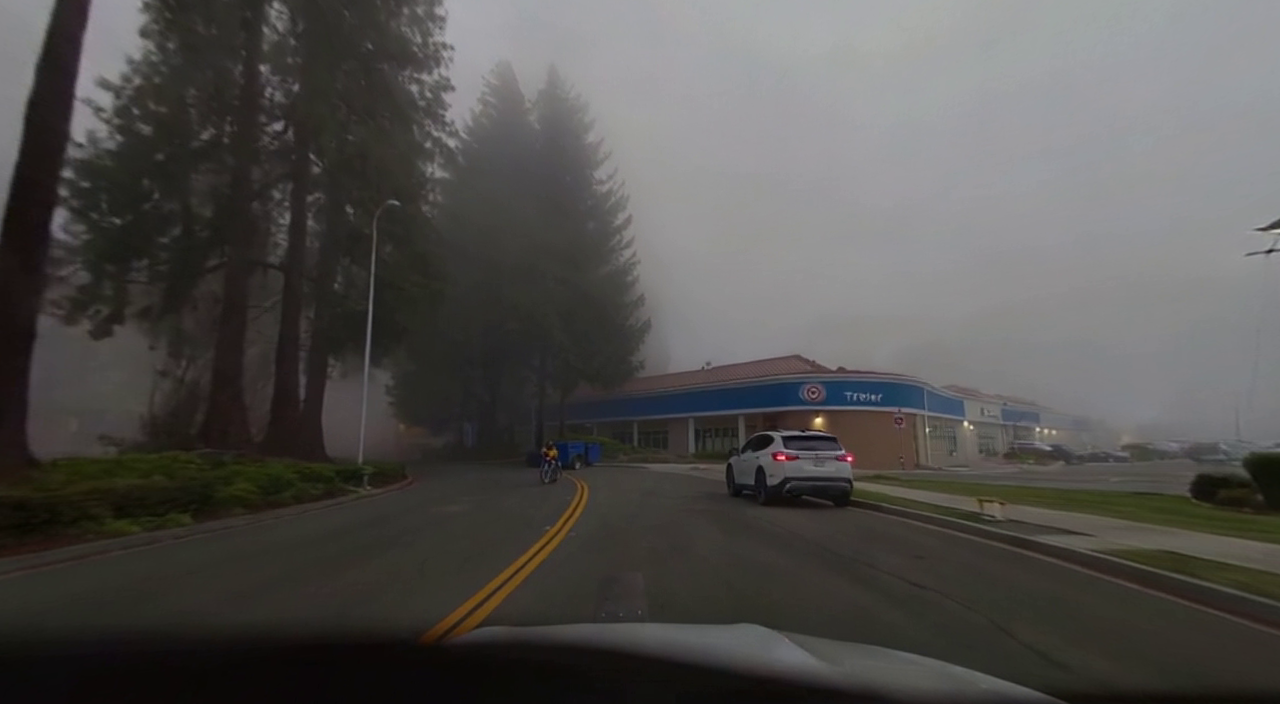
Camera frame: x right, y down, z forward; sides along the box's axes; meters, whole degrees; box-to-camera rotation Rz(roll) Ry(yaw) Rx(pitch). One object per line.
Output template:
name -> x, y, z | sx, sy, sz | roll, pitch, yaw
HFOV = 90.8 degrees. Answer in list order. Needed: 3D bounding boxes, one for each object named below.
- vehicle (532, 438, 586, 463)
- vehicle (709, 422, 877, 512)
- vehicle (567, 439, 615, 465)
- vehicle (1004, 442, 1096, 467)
vehicle -> -6.312, 7.573, 48.778 | 2.278, 1.805, 4.950 | 5, -10, -31
vehicle -> 3.352, 2.675, 15.227 | 2.292, 1.767, 5.128 | 1, -9, -6
vehicle -> -3.438, 6.894, 43.622 | 2.007, 1.639, 4.444 | 4, -9, -23
vehicle -> 27.710, 6.935, 42.804 | 1.815, 1.574, 4.800 | 8, -12, -44
